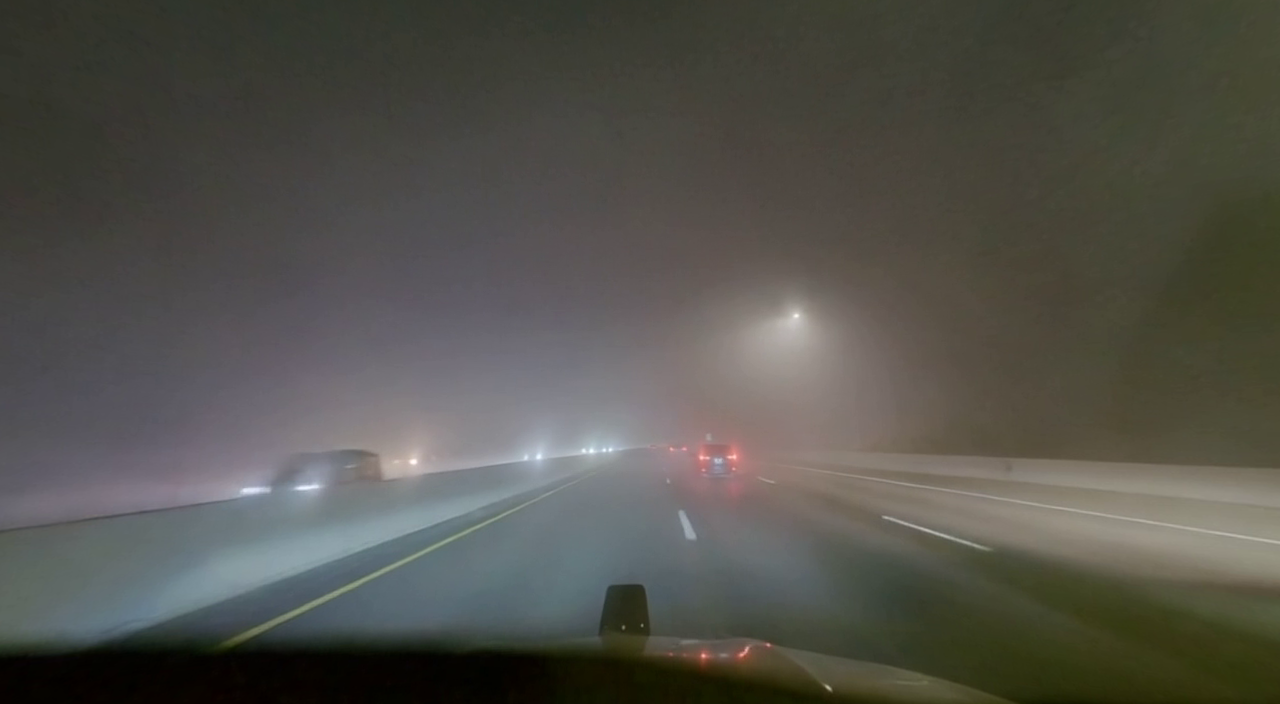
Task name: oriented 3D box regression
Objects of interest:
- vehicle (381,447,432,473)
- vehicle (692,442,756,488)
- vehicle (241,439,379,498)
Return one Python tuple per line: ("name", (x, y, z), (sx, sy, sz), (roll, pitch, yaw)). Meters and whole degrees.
("vehicle", (-16.471, 7.611, 44.599), (1.919, 1.632, 4.313), (-2, -8, 2))
("vehicle", (2.732, 3.728, 21.176), (1.683, 1.400, 3.868), (0, -8, 1))
("vehicle", (-9.913, 3.490, 19.379), (1.729, 1.580, 4.432), (0, -8, 2))
